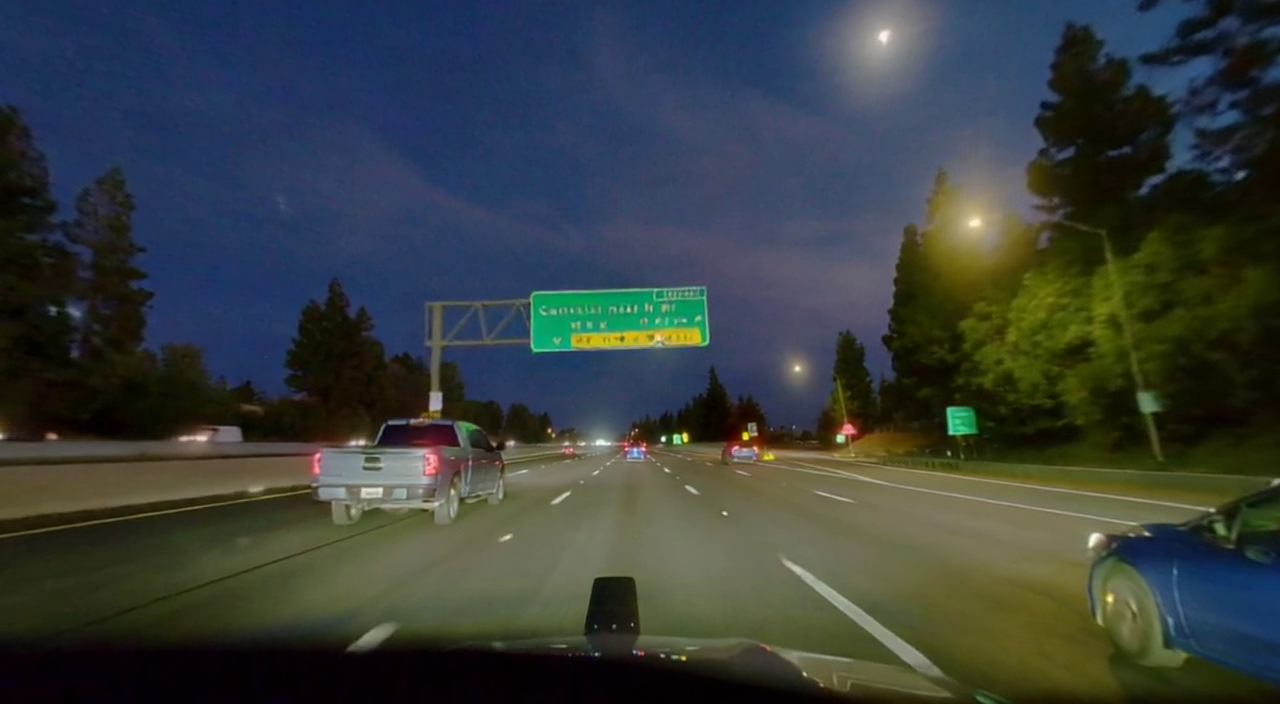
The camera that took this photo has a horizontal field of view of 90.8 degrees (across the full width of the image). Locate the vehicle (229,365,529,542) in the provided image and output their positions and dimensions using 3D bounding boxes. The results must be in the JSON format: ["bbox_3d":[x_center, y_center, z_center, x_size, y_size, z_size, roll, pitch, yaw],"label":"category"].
[{"bbox_3d":[-3.759,1.698,10.903,2.592,2.179,6.034,0,-9,0],"label":"vehicle"}]

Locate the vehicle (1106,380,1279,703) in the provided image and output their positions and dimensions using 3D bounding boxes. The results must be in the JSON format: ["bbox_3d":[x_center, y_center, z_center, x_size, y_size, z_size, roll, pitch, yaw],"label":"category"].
[{"bbox_3d":[3.063,0.592,0.293,2.072,1.501,4.694,0,-9,-1],"label":"vehicle"}]

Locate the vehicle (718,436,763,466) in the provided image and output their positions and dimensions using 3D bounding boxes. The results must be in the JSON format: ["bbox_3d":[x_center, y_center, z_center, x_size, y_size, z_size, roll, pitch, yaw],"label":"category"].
[{"bbox_3d":[6.752,6.758,43.126,2.103,1.898,5.310,0,-9,-1],"label":"vehicle"}]

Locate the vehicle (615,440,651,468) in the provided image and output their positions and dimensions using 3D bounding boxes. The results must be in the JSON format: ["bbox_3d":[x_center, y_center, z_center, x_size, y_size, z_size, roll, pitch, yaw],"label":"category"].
[{"bbox_3d":[-0.456,6.498,40.461,2.157,1.642,4.189,0,-9,-1],"label":"vehicle"}]
